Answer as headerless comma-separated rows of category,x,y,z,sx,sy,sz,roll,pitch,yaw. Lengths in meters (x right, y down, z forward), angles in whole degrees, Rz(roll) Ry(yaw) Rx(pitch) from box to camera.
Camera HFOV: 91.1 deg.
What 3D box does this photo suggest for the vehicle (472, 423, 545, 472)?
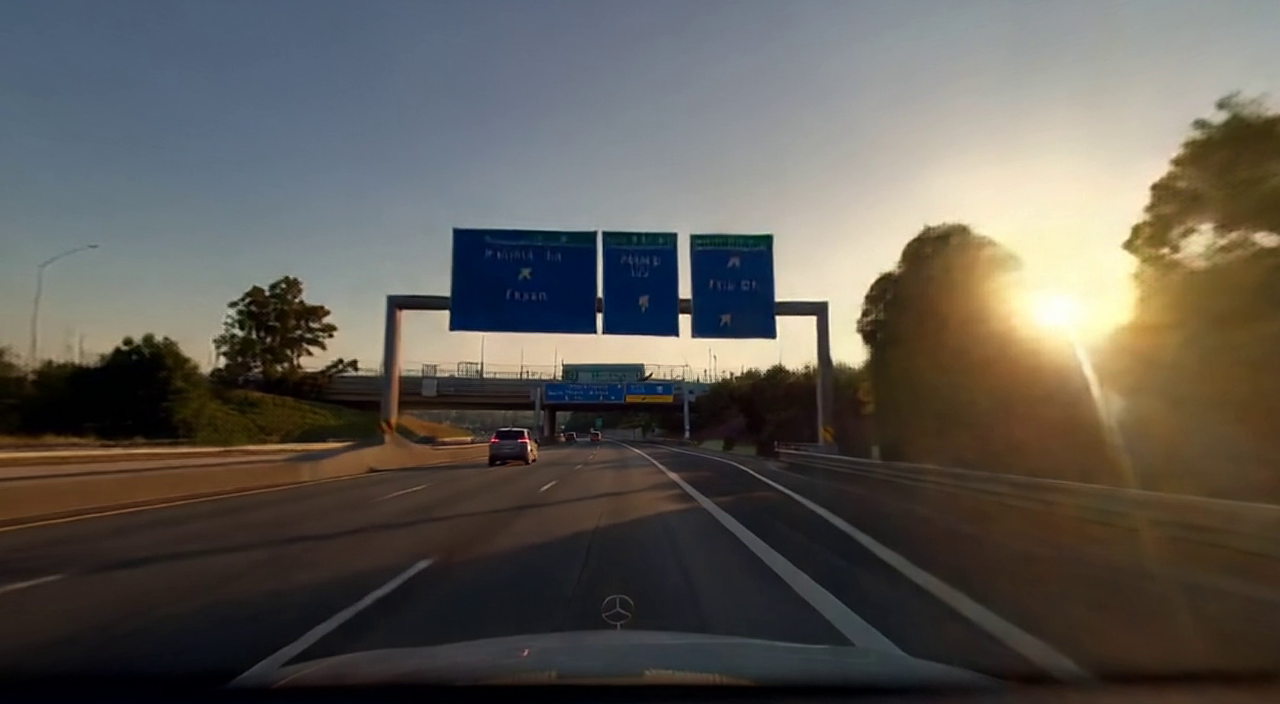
vehicle,-4.964,3.647,24.314,2.007,1.727,4.040,0,-8,-1
